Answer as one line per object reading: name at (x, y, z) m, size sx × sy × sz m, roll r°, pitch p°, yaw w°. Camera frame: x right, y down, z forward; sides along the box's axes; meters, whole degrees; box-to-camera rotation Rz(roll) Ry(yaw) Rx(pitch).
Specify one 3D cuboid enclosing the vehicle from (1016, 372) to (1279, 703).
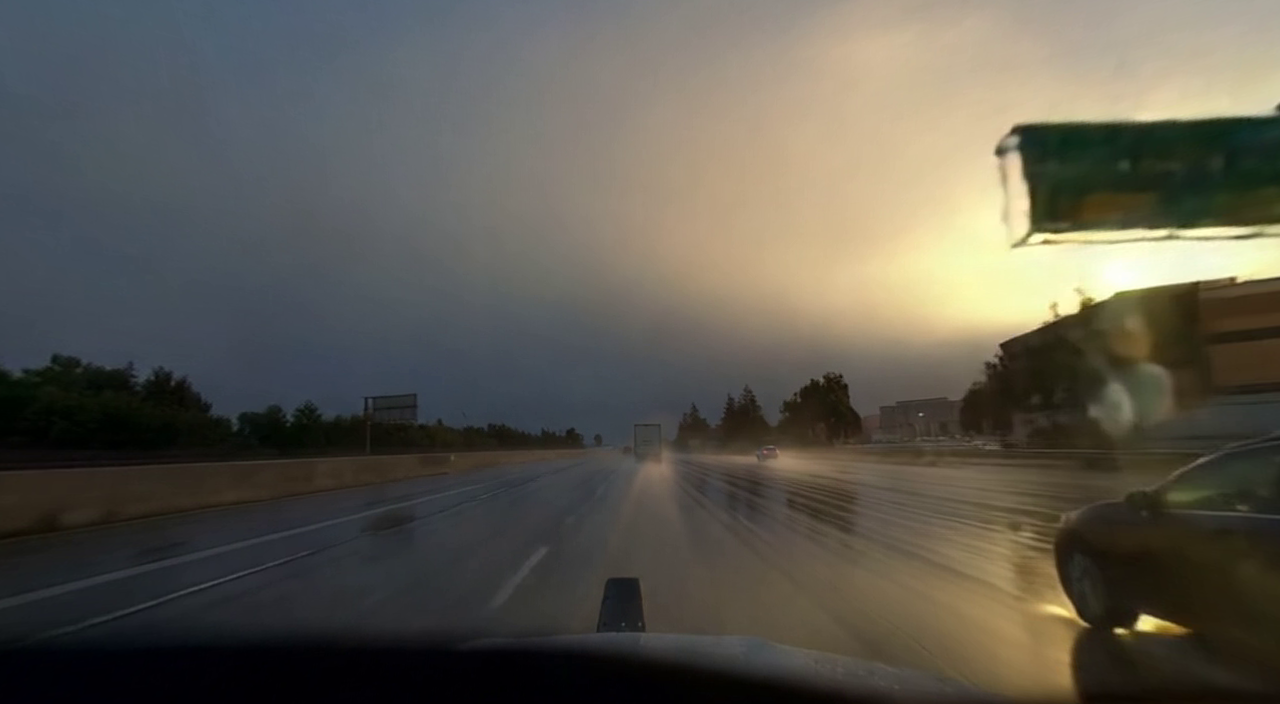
vehicle at (3.822, 0.788, 2.097) m, size 2.008 × 1.595 × 5.082 m, roll 0°, pitch -9°, yaw 0°

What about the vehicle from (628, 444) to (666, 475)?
vehicle at (0.375, 6.028, 35.589) m, size 2.015 × 1.639 × 4.086 m, roll 0°, pitch -9°, yaw 1°
